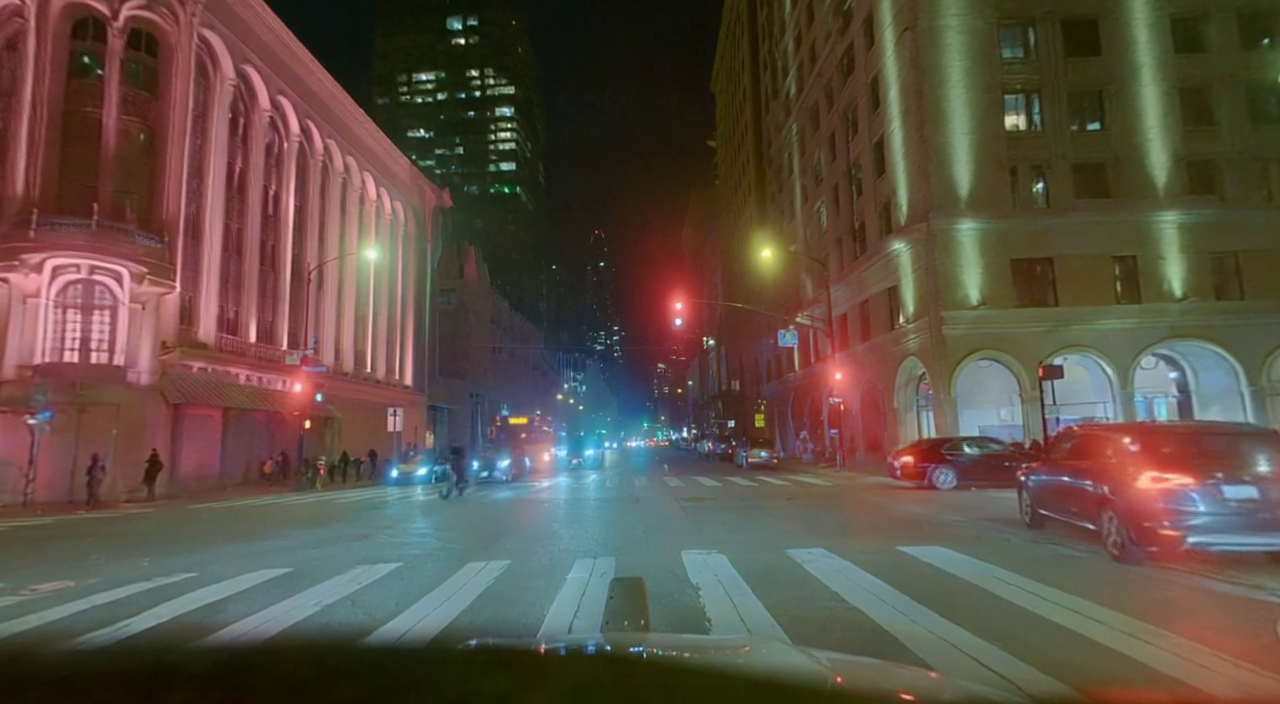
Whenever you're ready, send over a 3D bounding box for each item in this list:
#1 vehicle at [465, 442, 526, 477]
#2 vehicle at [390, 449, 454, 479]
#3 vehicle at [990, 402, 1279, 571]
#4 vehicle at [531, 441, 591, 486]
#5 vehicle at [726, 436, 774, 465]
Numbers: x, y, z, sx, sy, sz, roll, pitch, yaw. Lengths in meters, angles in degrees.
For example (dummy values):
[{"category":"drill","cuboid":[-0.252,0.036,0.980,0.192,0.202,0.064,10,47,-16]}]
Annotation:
[{"category":"vehicle","cuboid":[-6.663,4.981,29.491,1.861,1.508,4.052,0,-8,0]},{"category":"vehicle","cuboid":[-11.925,6.127,34.834,1.998,1.505,4.405,0,-8,0]},{"category":"vehicle","cuboid":[6.213,1.568,8.137,1.912,1.505,4.889,-3,-9,17]},{"category":"vehicle","cuboid":[-2.801,3.948,22.745,1.904,1.402,4.759,1,-8,-6]},{"category":"vehicle","cuboid":[6.254,5.649,36.298,1.926,1.574,3.961,0,-8,-2]}]
